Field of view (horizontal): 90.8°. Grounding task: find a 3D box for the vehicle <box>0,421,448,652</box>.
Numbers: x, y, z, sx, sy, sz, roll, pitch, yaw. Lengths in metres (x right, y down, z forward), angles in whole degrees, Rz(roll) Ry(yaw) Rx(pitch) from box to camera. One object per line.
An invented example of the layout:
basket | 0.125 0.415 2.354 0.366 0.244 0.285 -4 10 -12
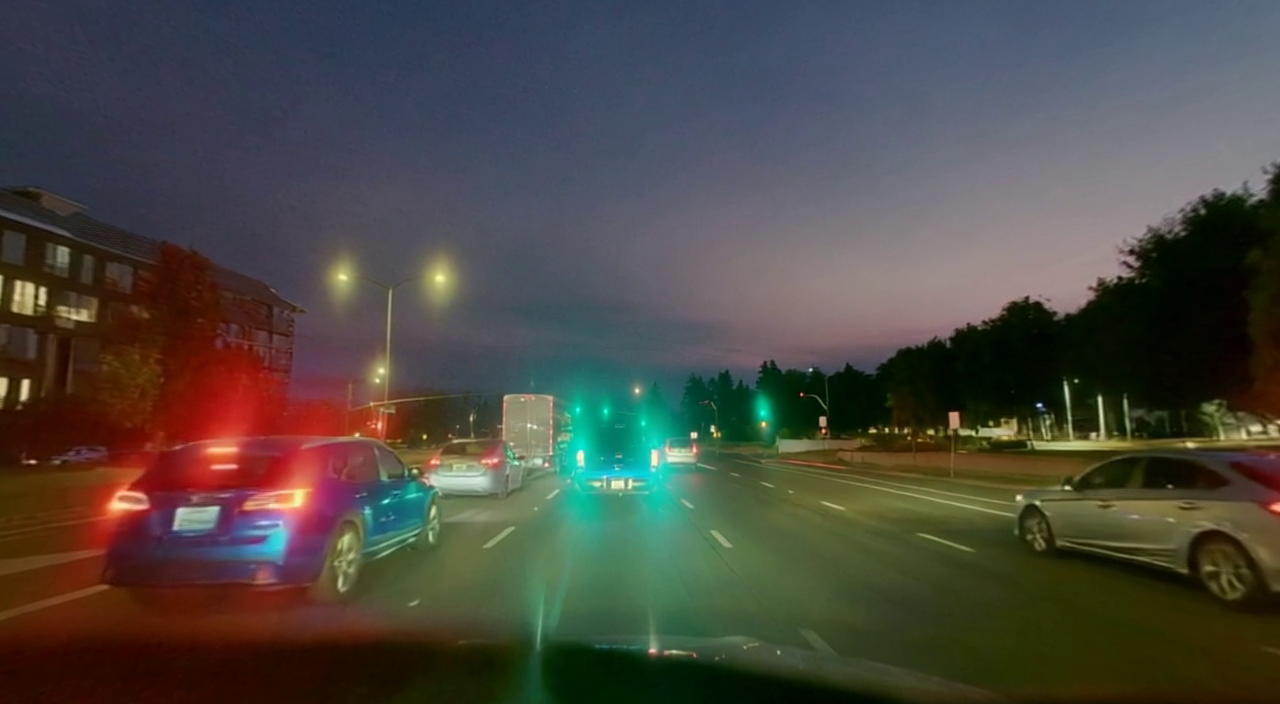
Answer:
vehicle | -3.520 1.497 6.254 1.904 1.460 4.300 0 -8 -1

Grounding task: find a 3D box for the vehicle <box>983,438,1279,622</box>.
vehicle | 5.995 1.620 6.504 2.077 1.424 4.869 0 -8 -2

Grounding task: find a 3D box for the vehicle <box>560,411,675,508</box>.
vehicle | -0.509 2.446 14.744 2.260 1.872 4.578 0 -8 -2

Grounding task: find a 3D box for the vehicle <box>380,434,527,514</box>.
vehicle | -3.865 2.587 13.961 1.932 1.472 4.312 0 -8 0

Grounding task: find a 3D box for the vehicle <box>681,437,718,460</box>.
vehicle | 4.091 6.728 44.226 1.967 1.480 4.286 0 -8 -3

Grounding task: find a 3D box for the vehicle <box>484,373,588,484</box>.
vehicle | -4.073 3.562 28.239 2.918 3.741 13.683 0 -8 -2
